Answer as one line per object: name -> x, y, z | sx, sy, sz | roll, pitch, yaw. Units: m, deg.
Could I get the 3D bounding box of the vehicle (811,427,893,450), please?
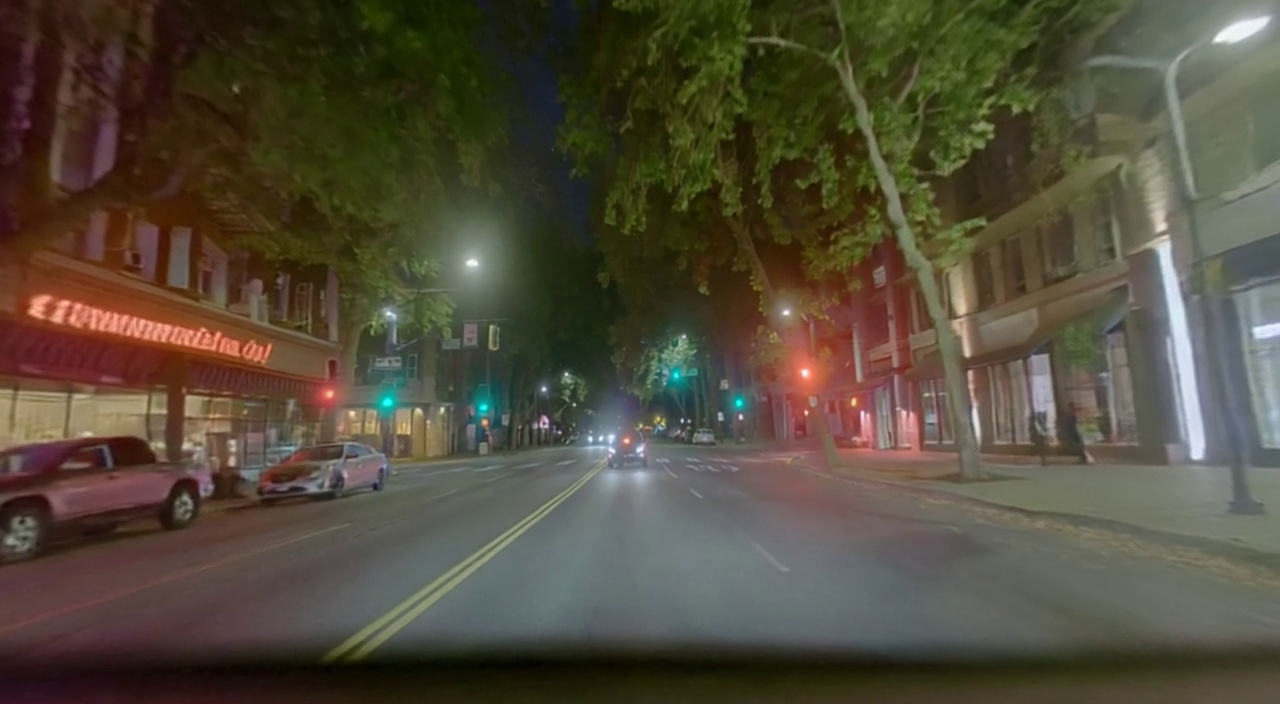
vehicle -> 14.033, 5.761, 41.999 | 4.713, 1.493, 1.875 | 0, -8, -4

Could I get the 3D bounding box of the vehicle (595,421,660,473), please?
vehicle -> -0.497, 3.742, 25.101 | 2.301, 1.854, 4.919 | 0, -8, -1

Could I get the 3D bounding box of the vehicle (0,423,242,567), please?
vehicle -> -9.665, 2.285, 10.954 | 1.980, 1.931, 5.487 | 0, -8, -1

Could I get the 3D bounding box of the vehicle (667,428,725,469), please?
vehicle -> 2.325, 4.128, 27.197 | 1.998, 1.580, 4.015 | 0, -8, -2

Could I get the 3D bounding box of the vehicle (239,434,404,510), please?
vehicle -> -9.683, 3.670, 20.024 | 2.048, 1.985, 6.011 | 0, -8, 0
